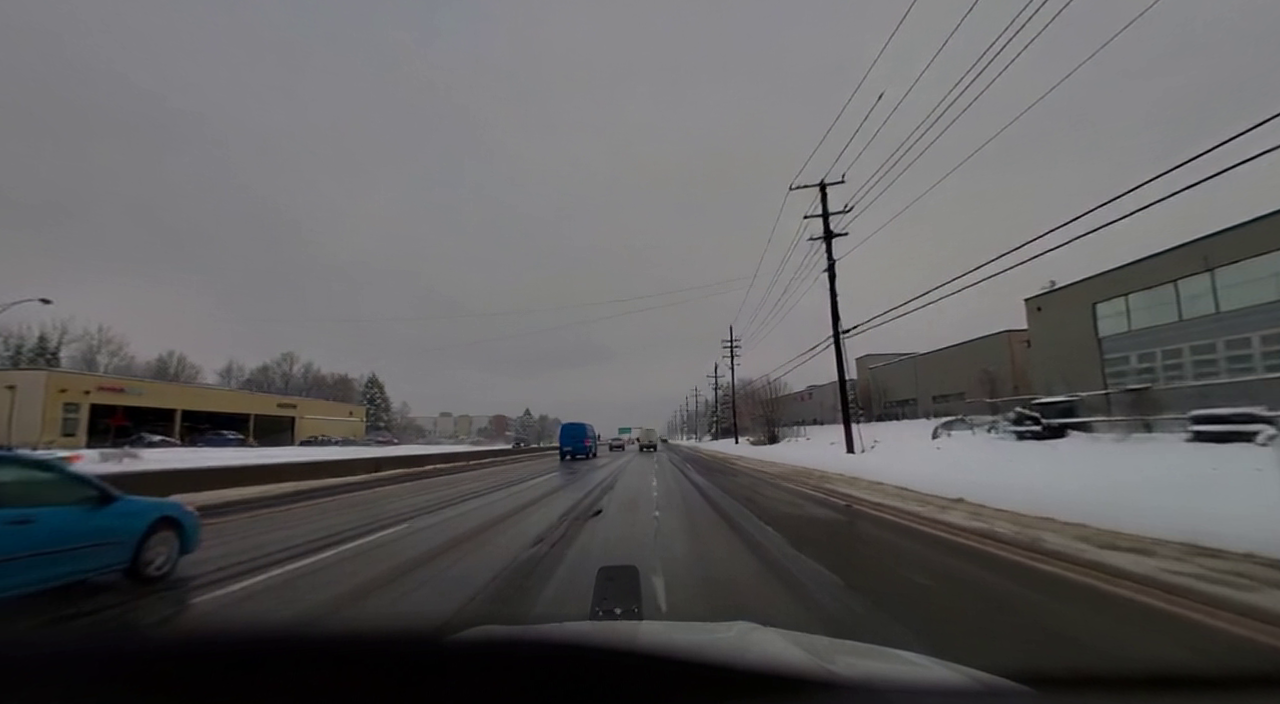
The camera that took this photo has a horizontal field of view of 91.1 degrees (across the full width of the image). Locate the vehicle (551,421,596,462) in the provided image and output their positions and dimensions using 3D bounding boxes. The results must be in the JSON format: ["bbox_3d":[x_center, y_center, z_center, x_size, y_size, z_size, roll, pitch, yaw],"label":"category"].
[{"bbox_3d":[-4.659,6.377,45.163,2.437,2.677,6.858,0,-8,0],"label":"vehicle"}]

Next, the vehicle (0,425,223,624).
[{"bbox_3d":[-5.811,1.281,4.622,2.087,1.464,4.853,0,-8,1],"label":"vehicle"}]

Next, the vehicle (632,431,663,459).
[{"bbox_3d":[0.518,7.000,47.527,2.213,1.997,4.456,0,-8,-1],"label":"vehicle"}]
